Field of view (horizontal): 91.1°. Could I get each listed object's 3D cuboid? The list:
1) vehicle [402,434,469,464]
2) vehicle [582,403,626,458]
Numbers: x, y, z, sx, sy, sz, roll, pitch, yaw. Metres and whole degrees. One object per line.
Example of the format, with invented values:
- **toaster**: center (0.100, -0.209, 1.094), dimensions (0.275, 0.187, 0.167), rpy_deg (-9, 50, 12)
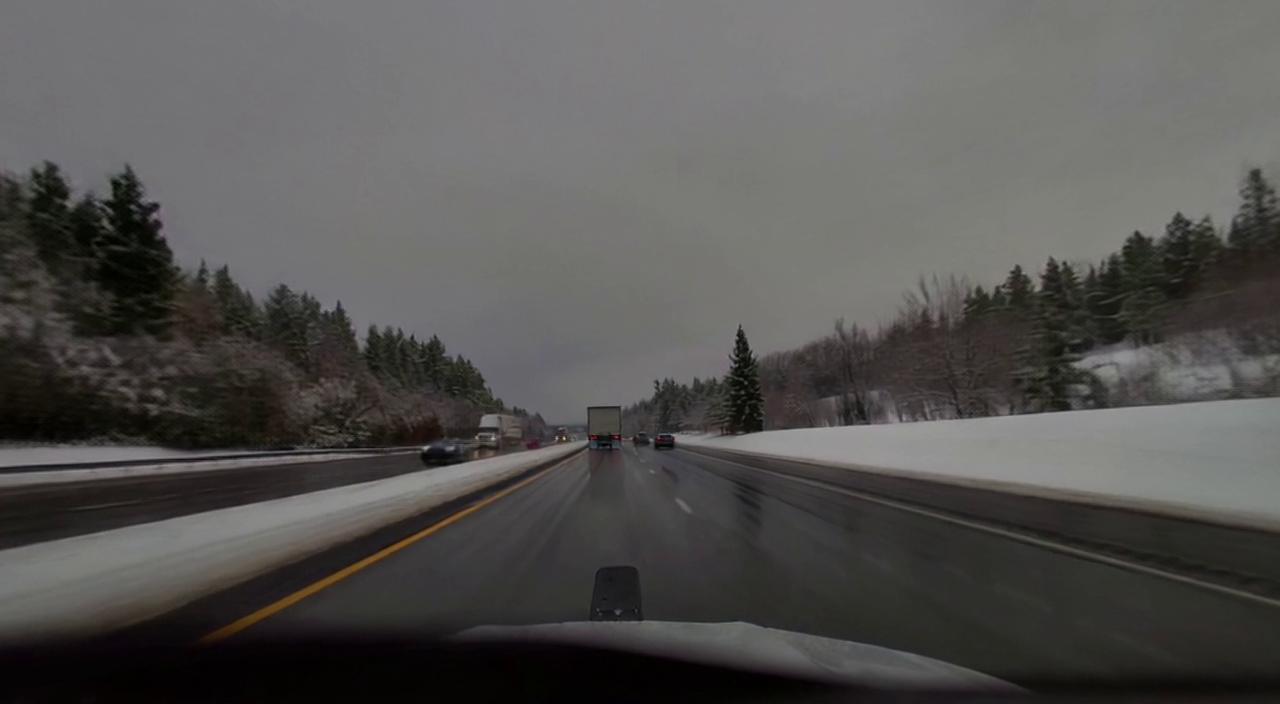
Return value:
- **vehicle**: center (-10.595, 5.047, 32.922), dimensions (2.002, 1.467, 4.406), rpy_deg (0, -8, 0)
- **vehicle**: center (-2.153, 4.881, 38.946), dimensions (2.450, 3.098, 6.965), rpy_deg (0, -8, -2)
